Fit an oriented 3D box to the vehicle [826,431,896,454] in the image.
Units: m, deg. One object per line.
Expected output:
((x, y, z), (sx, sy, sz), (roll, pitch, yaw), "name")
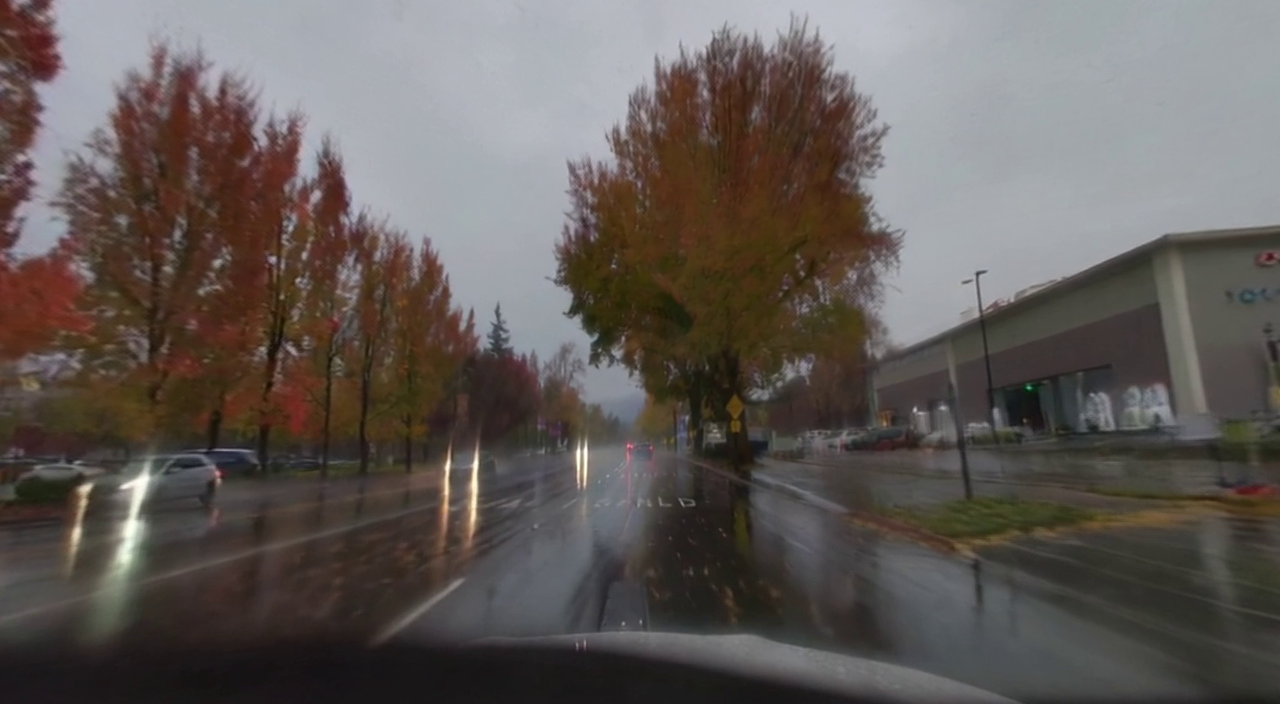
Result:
((16.561, 6.813, 47.257), (4.474, 1.698, 2.088), (0, -8, 1), "vehicle")

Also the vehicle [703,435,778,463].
((7.522, 7.309, 47.428), (5.336, 2.006, 2.022), (0, -8, 0), "vehicle")

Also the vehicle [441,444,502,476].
((-10.399, 6.653, 39.169), (2.196, 1.829, 5.389), (0, -8, 1), "vehicle")

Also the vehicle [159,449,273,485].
((-25.038, 6.784, 37.214), (5.144, 1.980, 2.262), (-1, -9, 4), "vehicle")
